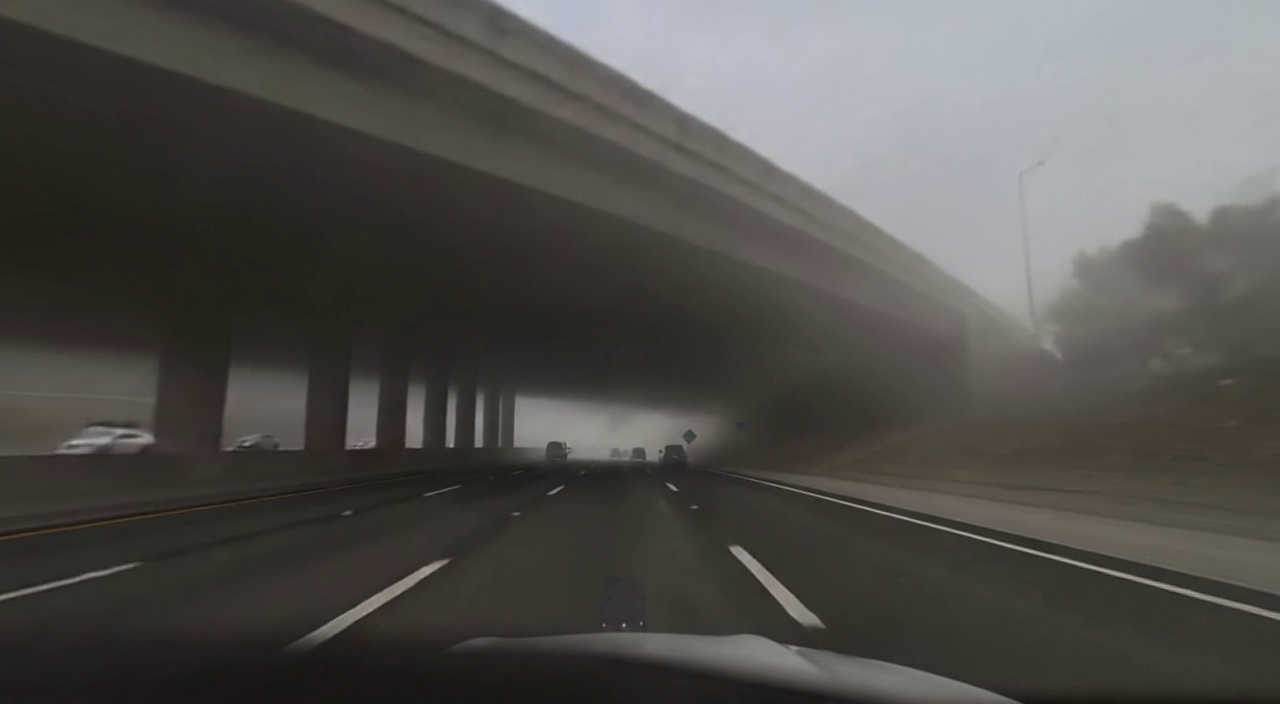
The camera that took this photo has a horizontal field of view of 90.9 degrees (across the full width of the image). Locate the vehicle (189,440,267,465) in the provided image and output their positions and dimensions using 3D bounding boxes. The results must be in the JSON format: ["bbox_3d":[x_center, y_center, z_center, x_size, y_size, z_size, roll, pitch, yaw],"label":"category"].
[{"bbox_3d":[-26.091,6.342,40.134,1.812,1.488,4.790,0,-8,-1],"label":"vehicle"}]

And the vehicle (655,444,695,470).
[{"bbox_3d":[2.116,6.578,39.861,2.059,1.509,4.670,0,-8,-3],"label":"vehicle"}]

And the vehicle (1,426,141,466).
[{"bbox_3d":[-30.222,5.058,33.869,2.190,1.941,5.839,0,-8,-2],"label":"vehicle"}]
